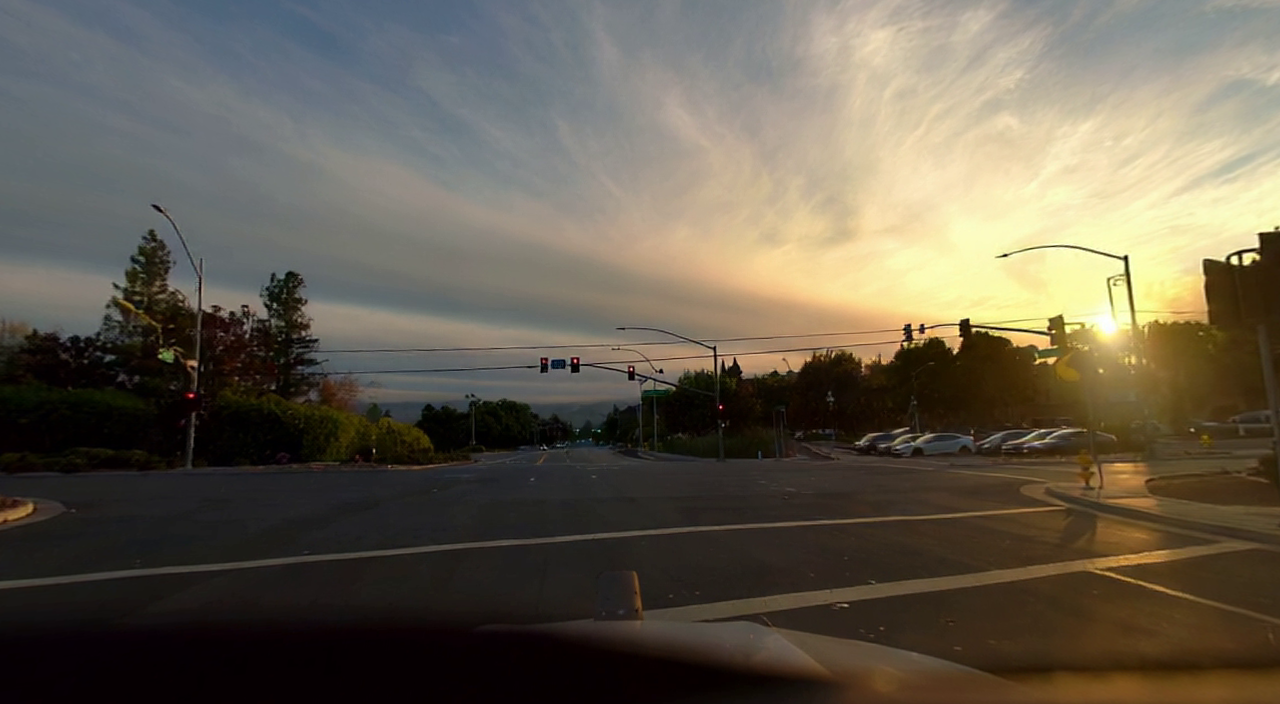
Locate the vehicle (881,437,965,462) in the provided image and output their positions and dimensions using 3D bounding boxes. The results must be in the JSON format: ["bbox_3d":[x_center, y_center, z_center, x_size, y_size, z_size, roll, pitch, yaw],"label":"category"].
[{"bbox_3d":[18.656,6.433,41.637,5.234,1.549,1.982,4,-9,-24],"label":"vehicle"}]

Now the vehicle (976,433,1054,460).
[{"bbox_3d":[26.910,6.741,45.283,5.032,1.828,2.183,4,-9,-24],"label":"vehicle"}]

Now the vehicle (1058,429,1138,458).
[{"bbox_3d":[36.074,7.213,49.737,6.148,2.119,2.473,4,-10,-28],"label":"vehicle"}]
